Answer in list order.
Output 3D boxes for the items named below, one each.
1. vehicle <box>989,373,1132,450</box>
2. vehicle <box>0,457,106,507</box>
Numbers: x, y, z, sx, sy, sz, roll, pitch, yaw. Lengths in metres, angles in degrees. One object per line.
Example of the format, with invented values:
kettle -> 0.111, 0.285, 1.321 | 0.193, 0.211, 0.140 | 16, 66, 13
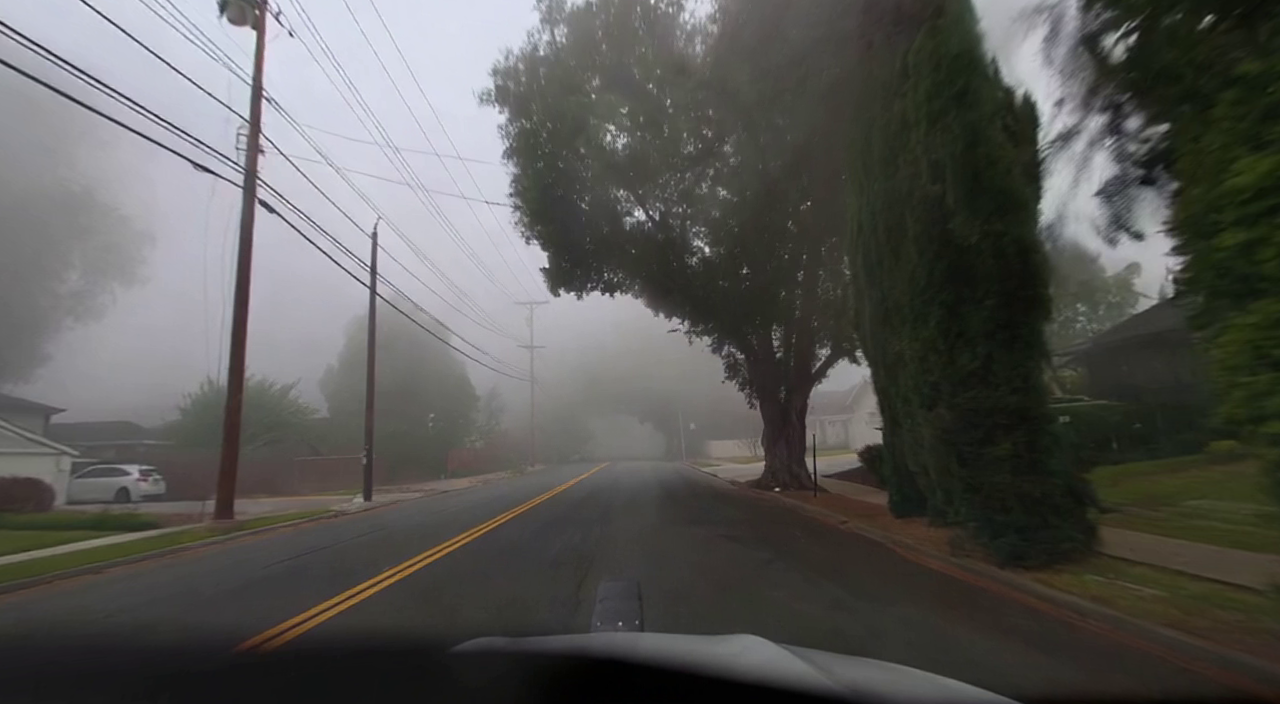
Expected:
vehicle -> 21.240, 3.257, 32.540 | 2.918, 3.393, 7.033 | -3, -9, 7
vehicle -> -25.735, 5.613, 27.449 | 3.243, 2.006, 1.893 | 0, -8, 3
